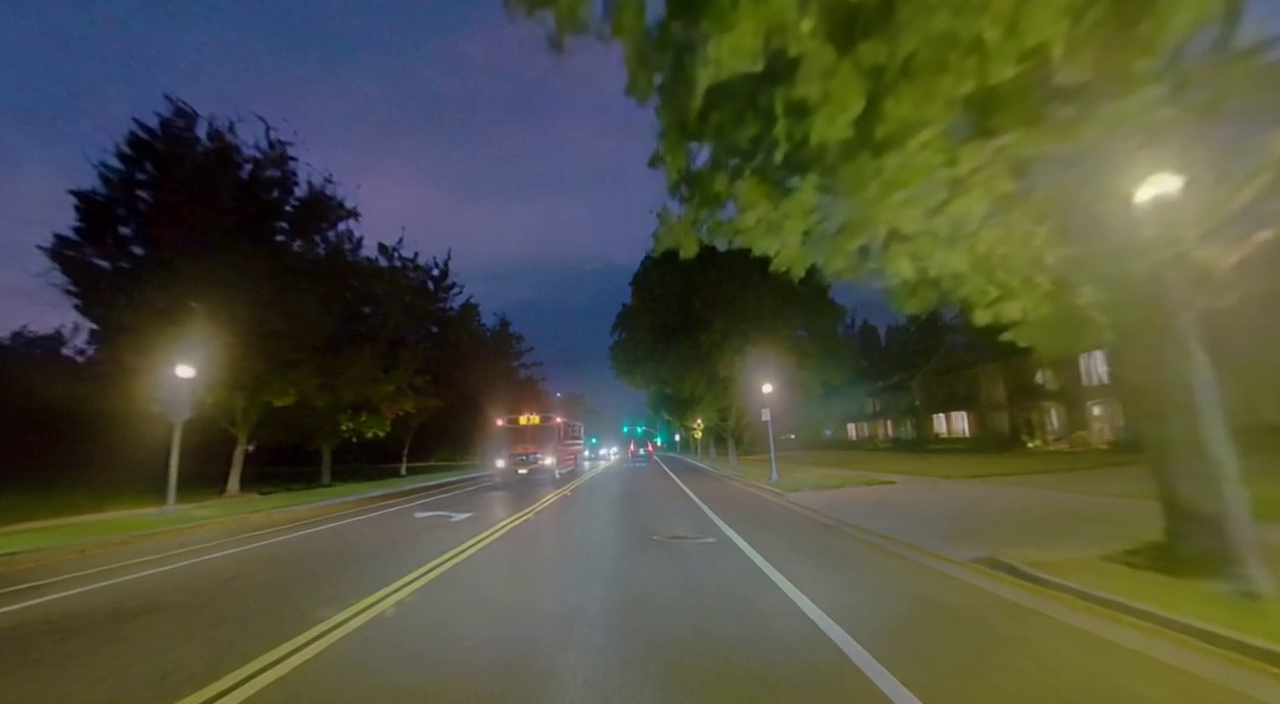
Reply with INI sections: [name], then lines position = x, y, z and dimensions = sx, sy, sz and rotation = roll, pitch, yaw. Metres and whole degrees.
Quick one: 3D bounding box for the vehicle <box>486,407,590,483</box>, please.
[vehicle]
position = -4.199, 4.169, 28.399
dimensions = 2.966, 2.818, 9.113
rotation = 0, -8, 1
